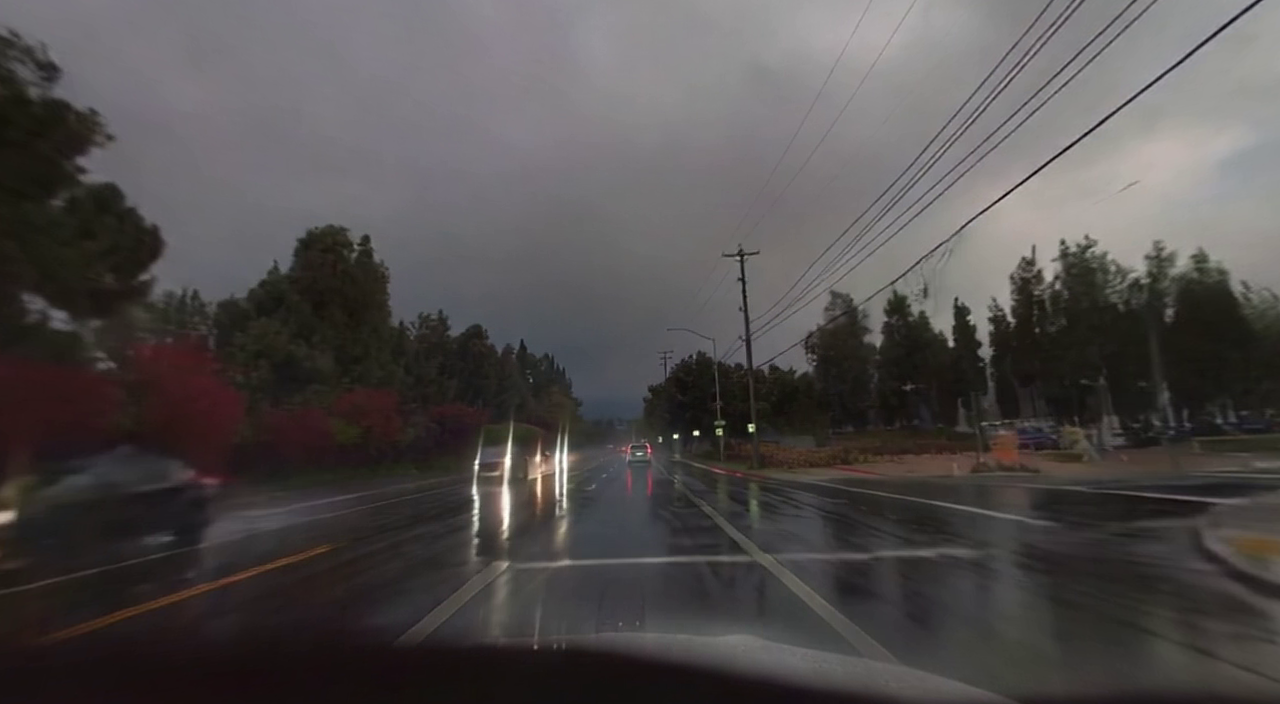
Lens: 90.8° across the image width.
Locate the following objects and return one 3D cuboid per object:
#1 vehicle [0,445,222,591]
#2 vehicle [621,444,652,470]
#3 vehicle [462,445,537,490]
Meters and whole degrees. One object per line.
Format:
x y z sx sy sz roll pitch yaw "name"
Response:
-9.293 2.417 9.993 2.123 1.844 4.747 0 -8 -1 "vehicle"
-0.277 7.479 45.401 2.163 1.746 4.073 0 -8 -1 "vehicle"
-5.902 4.879 27.205 2.143 1.735 4.737 -1 -8 0 "vehicle"
